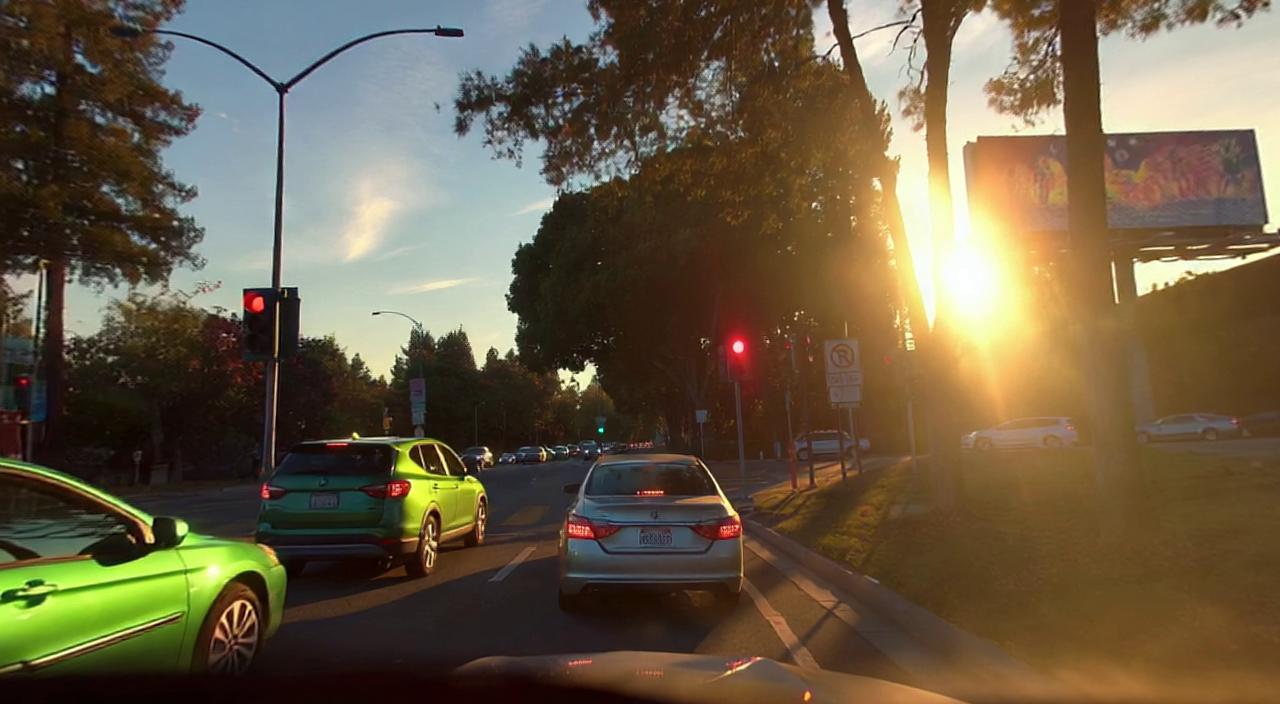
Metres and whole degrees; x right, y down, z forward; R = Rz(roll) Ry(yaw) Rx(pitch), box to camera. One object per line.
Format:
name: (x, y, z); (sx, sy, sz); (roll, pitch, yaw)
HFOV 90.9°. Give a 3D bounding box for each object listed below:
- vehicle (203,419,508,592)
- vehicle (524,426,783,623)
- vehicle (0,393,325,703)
vehicle: (-3.170, 1.790, 8.144); (1.950, 1.628, 4.082); (-1, -9, 1)
vehicle: (0.040, 1.587, 6.625); (1.977, 1.467, 3.474); (0, -9, -2)
vehicle: (-3.150, 0.953, 2.430); (1.808, 1.520, 3.846); (-1, -9, 1)
